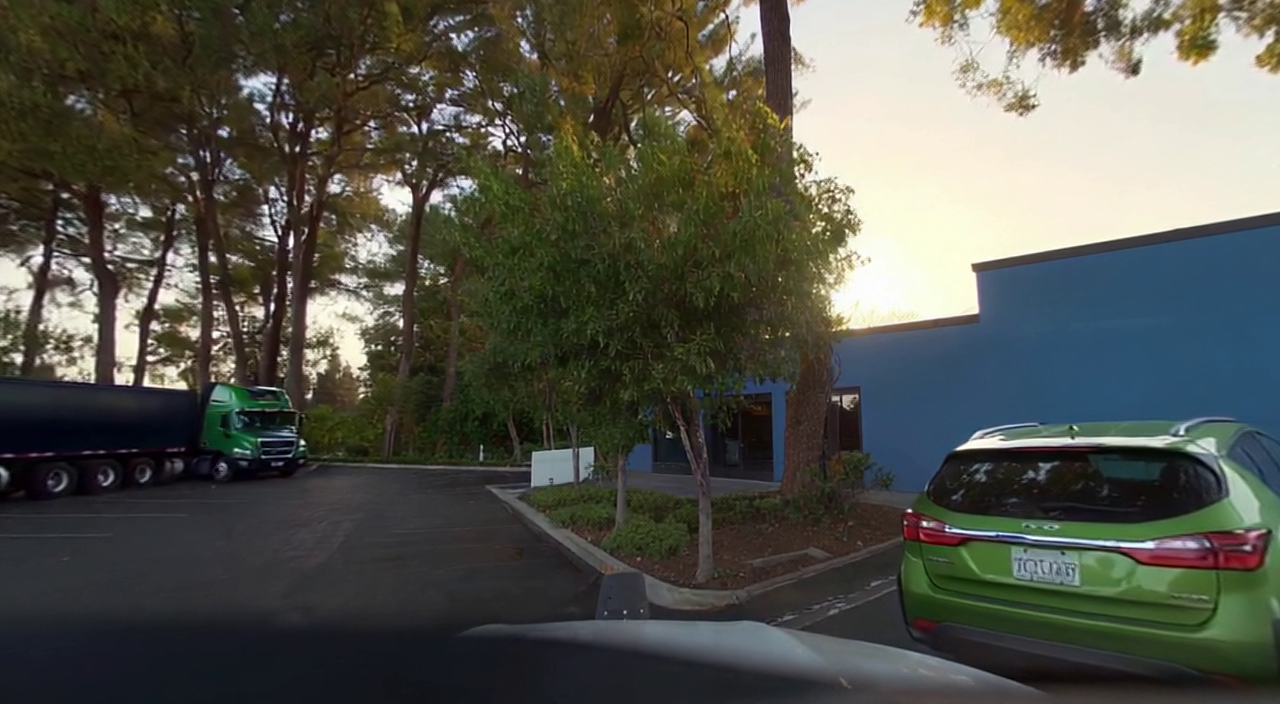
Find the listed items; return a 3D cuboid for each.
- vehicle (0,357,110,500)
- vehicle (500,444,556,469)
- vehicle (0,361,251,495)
[{"bbox_3d":[-22.107,2.641,20.624,11.512,3.871,3.038,-5,-10,29],"label":"vehicle"},{"bbox_3d":[-7.026,6.571,39.834,1.809,1.506,3.473,-4,-10,24],"label":"vehicle"},{"bbox_3d":[-19.598,2.967,23.274,11.906,4.069,2.948,-5,-10,28],"label":"vehicle"}]
